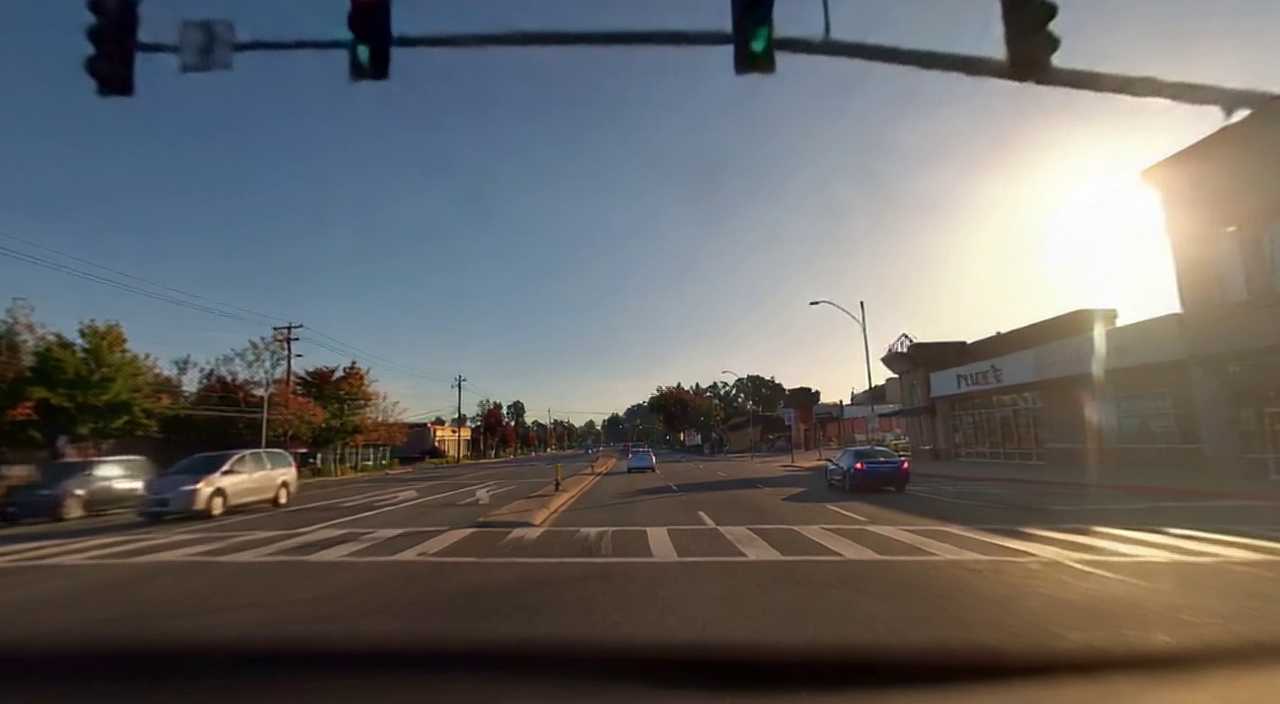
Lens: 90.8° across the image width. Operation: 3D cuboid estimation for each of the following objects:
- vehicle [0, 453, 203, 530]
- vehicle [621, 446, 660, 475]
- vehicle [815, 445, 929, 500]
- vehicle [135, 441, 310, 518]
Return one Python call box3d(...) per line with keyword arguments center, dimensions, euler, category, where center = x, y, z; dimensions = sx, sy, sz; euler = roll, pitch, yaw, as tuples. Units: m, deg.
box3d(center=(-14.560, 3.631, 17.117), dimensions=(2.003, 1.696, 4.860), euler=(0, -8, -1), category="vehicle")
box3d(center=(-0.041, 5.927, 34.829), dimensions=(2.027, 1.494, 3.942), euler=(0, -8, -1), category="vehicle")
box3d(center=(6.788, 3.529, 18.994), dimensions=(1.849, 1.464, 4.119), euler=(0, -8, 0), category="vehicle")
box3d(center=(-10.913, 3.315, 16.962), dimensions=(1.911, 1.779, 4.067), euler=(0, -8, -1), category="vehicle")
